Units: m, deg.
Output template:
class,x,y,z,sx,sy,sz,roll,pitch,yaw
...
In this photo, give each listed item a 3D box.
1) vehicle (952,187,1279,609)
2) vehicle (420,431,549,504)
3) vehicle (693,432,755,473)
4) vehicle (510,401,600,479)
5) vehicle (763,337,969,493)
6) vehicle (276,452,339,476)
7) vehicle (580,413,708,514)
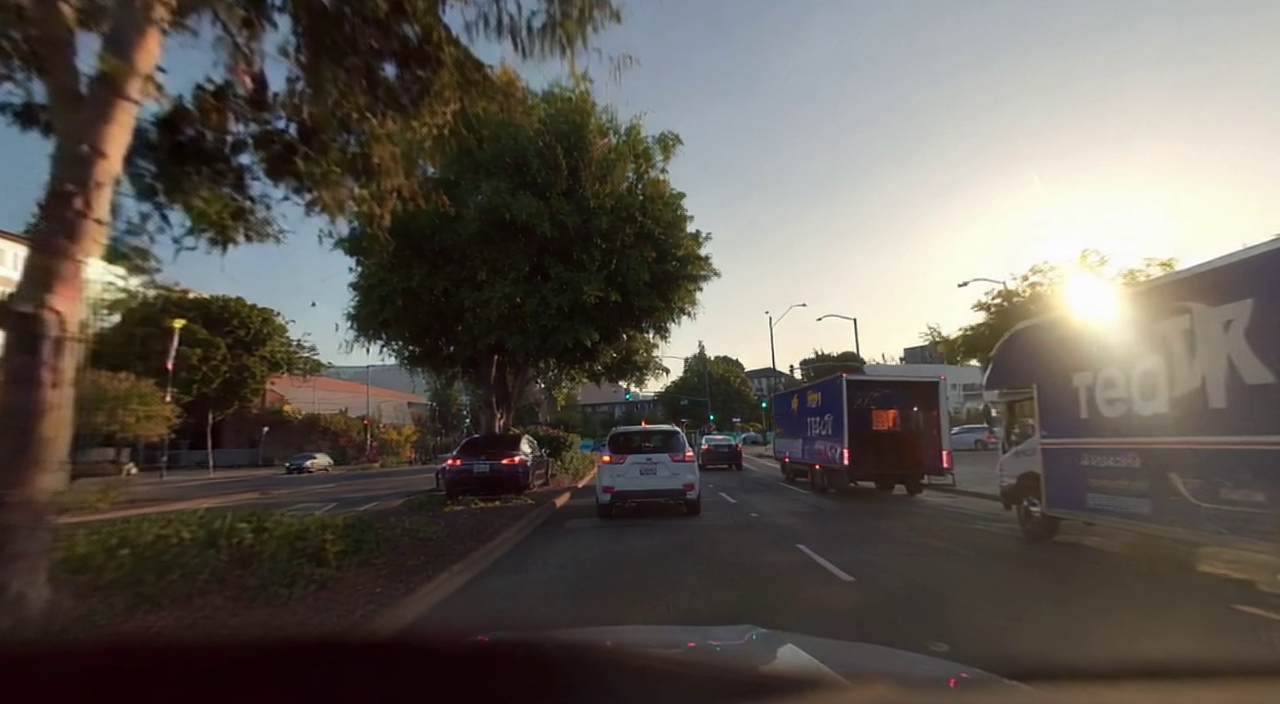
class,x,y,z,sx,sy,sz,roll,pitch,yaw
vehicle,6.608,0.549,6.332,2.891,3.361,7.843,-1,-8,0
vehicle,-3.578,2.739,15.449,2.008,1.500,4.369,-1,-8,1
vehicle,3.442,4.214,26.663,2.075,1.540,4.411,-1,-8,1
vehicle,-3.304,3.700,26.536,2.715,2.791,7.171,-1,-8,1
vehicle,6.695,2.331,21.138,2.816,3.804,10.315,-3,-8,-1
vehicle,-22.639,7.597,43.152,1.824,1.470,4.486,-1,-8,2
vehicle,0.094,2.233,13.002,2.209,1.718,4.008,-1,-8,1
